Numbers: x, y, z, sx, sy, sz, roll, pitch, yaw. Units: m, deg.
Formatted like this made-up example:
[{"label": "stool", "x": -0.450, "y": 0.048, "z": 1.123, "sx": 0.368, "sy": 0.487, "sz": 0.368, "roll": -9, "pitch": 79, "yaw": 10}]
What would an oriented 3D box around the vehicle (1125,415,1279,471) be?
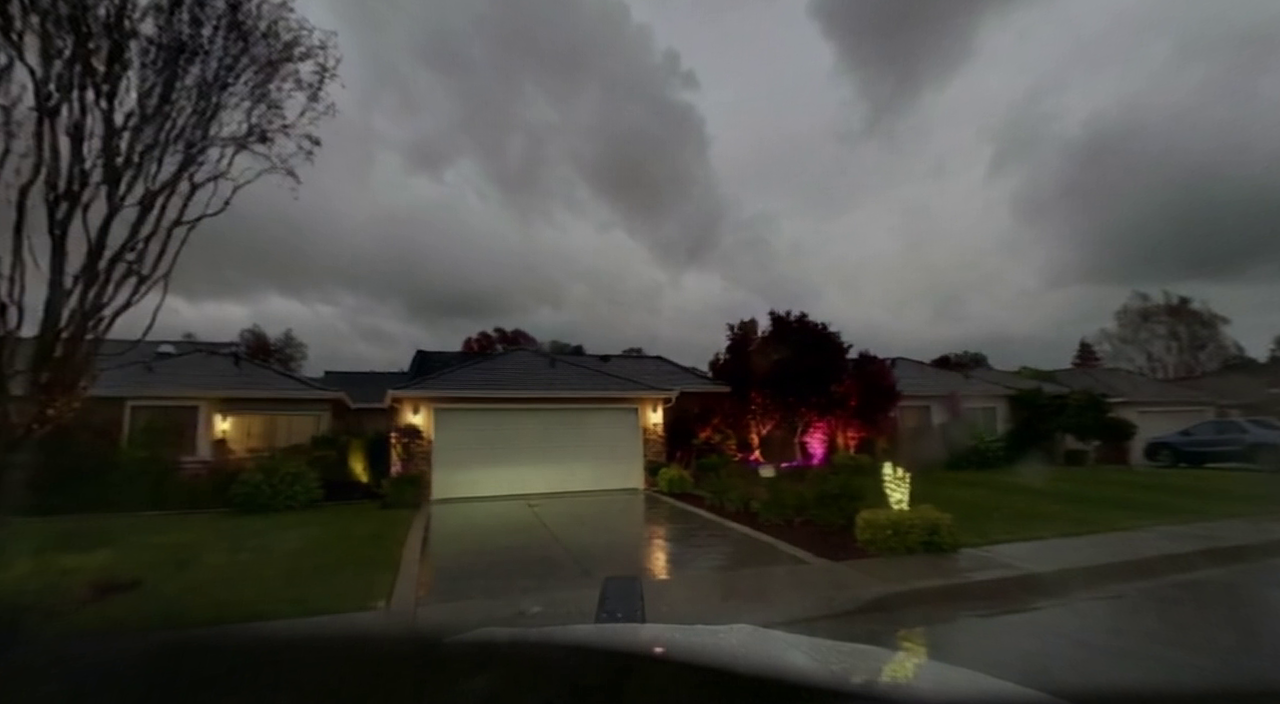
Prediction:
[{"label": "vehicle", "x": 17.592, "y": 2.616, "z": 18.568, "sx": 1.807, "sy": 1.485, "sz": 4.916, "roll": 4, "pitch": -6, "yaw": -27}]
